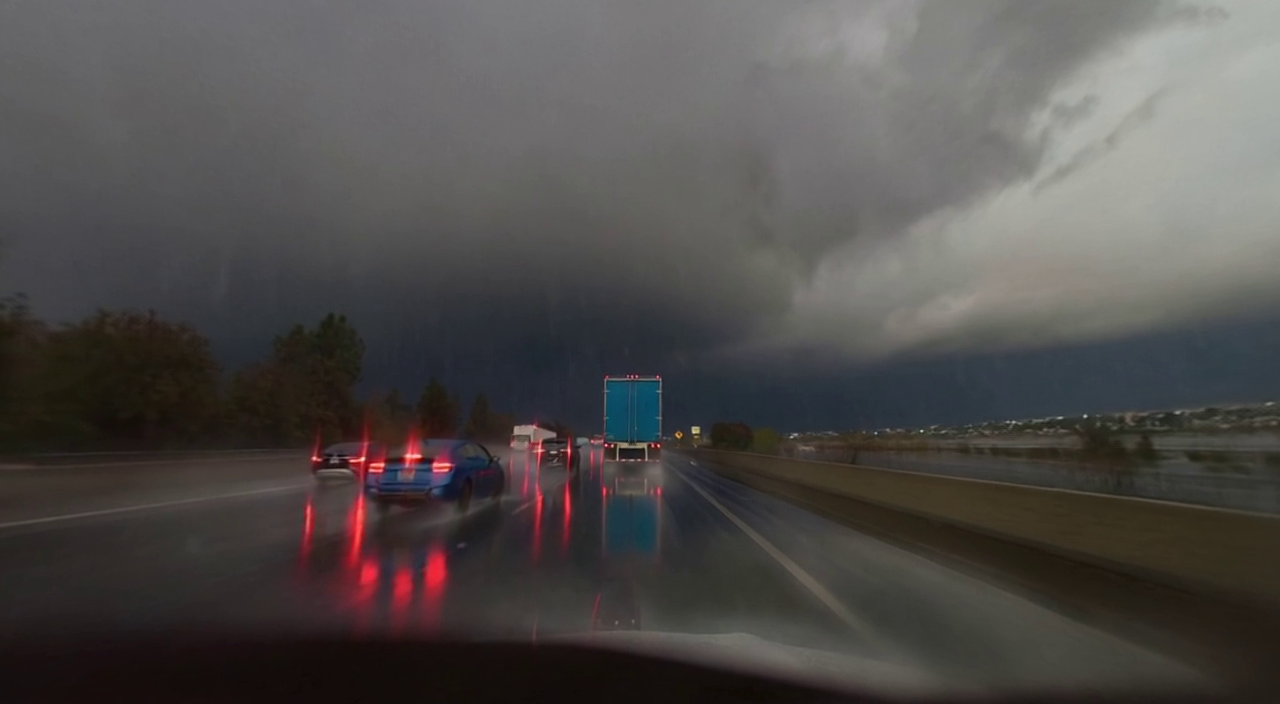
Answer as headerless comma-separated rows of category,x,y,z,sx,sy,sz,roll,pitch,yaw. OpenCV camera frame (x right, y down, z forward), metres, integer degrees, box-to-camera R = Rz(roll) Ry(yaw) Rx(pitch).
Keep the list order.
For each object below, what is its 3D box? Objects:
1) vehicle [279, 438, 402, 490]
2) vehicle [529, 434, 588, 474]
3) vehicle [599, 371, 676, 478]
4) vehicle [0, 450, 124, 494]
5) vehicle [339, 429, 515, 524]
vehicle,-9.518,3.572,20.441,1.863,1.474,4.278,0,-8,0
vehicle,-3.682,4.686,29.119,2.158,1.680,4.087,0,-8,1
vehicle,-0.246,3.545,29.604,2.913,4.113,10.724,0,-8,-2
vehicle,-21.299,4.356,23.209,1.589,1.417,3.438,0,-8,-1
vehicle,-4.019,2.400,12.732,2.164,1.582,3.979,0,-8,0
